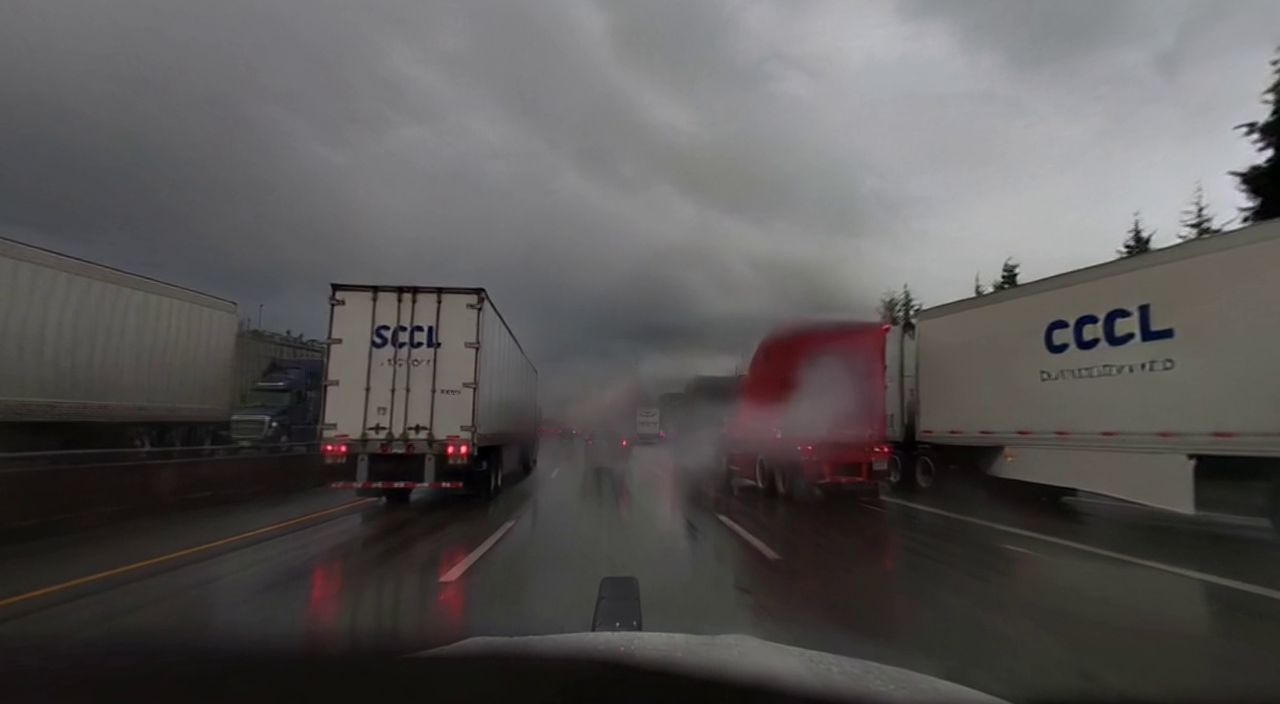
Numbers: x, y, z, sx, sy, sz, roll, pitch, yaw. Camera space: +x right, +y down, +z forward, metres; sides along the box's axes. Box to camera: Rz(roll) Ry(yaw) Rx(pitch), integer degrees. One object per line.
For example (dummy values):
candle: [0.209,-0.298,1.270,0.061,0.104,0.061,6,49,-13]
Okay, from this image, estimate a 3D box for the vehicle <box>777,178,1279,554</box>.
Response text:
vehicle: [7.486,0.421,9.074,2.820,4.084,13.786,4,-8,-25]

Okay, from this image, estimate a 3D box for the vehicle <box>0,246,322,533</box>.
vehicle: [-10.834,0.486,8.654,2.867,4.125,14.026,-2,-8,14]

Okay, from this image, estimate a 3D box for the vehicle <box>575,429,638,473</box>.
vehicle: [-1.395,3.758,24.203,2.060,1.540,4.374,1,-8,-8]

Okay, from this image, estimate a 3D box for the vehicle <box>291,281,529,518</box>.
vehicle: [-4.420,1.308,14.522,2.822,3.788,8.799,1,-8,-5]
